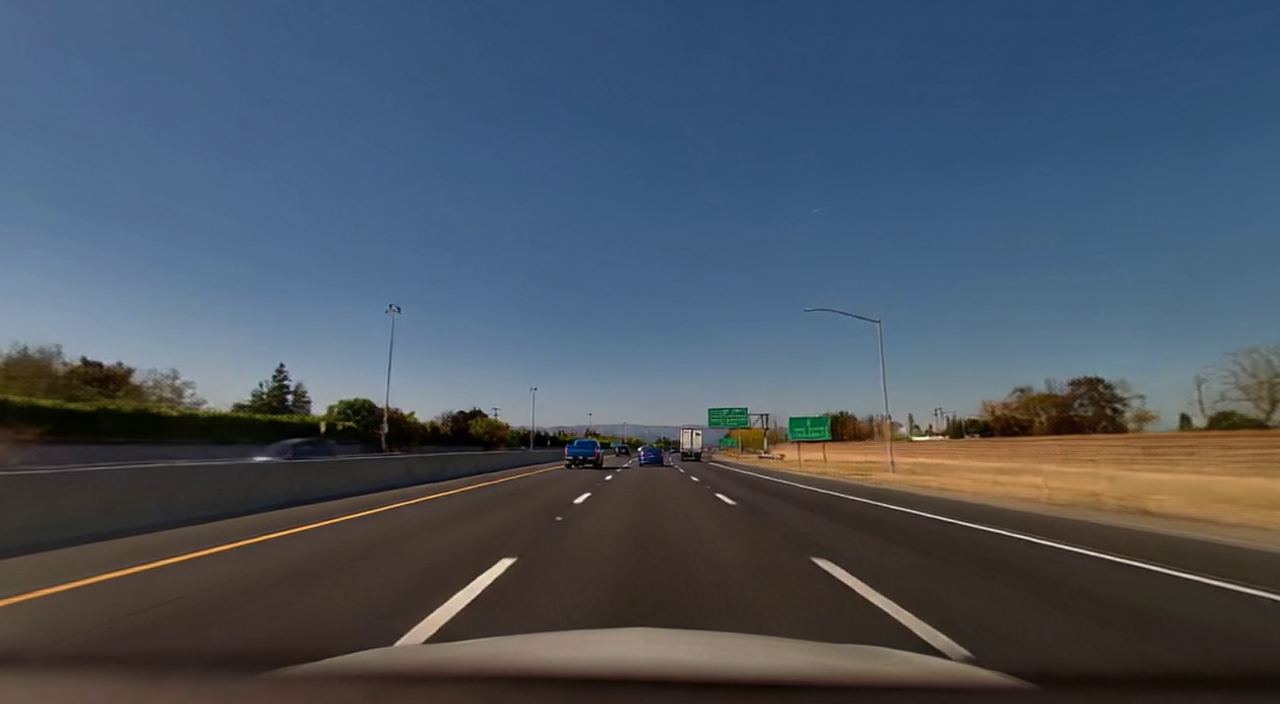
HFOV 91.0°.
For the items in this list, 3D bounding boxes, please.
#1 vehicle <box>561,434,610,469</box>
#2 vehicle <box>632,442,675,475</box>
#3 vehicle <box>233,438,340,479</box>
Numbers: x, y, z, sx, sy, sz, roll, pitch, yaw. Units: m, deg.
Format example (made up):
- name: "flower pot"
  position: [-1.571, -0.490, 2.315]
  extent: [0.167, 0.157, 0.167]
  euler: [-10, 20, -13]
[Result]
- name: "vehicle"
  position: [-3.082, 5.751, 36.541]
  extent: [2.264, 1.901, 4.647]
  euler: [0, -9, 2]
- name: "vehicle"
  position: [0.704, 5.518, 32.794]
  extent: [2.086, 1.548, 4.325]
  euler: [0, -9, 1]
- name: "vehicle"
  position: [-17.208, 5.218, 31.052]
  extent: [2.111, 1.802, 5.196]
  euler: [0, -9, 2]
